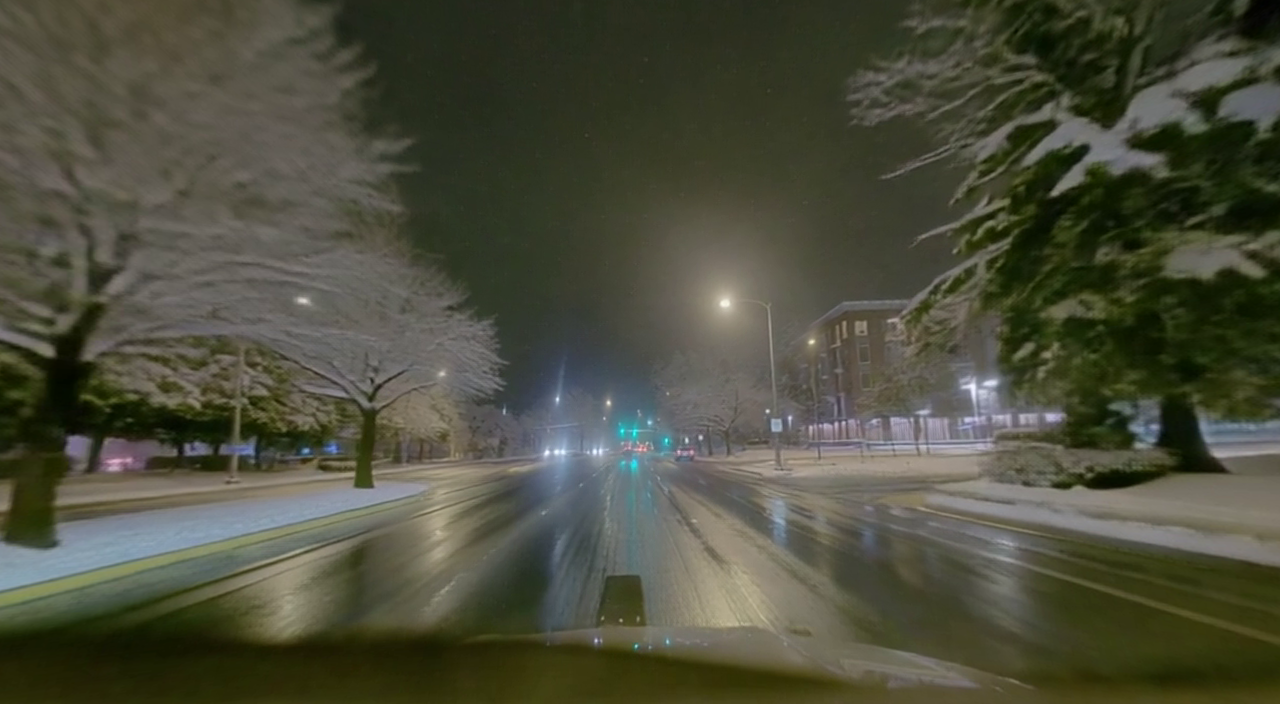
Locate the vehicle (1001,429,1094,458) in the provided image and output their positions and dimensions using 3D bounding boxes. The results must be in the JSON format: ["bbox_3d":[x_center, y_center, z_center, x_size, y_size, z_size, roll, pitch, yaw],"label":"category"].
[{"bbox_3d":[22.258,5.040,34.758,1.834,1.444,4.703,0,-8,-3],"label":"vehicle"}]
